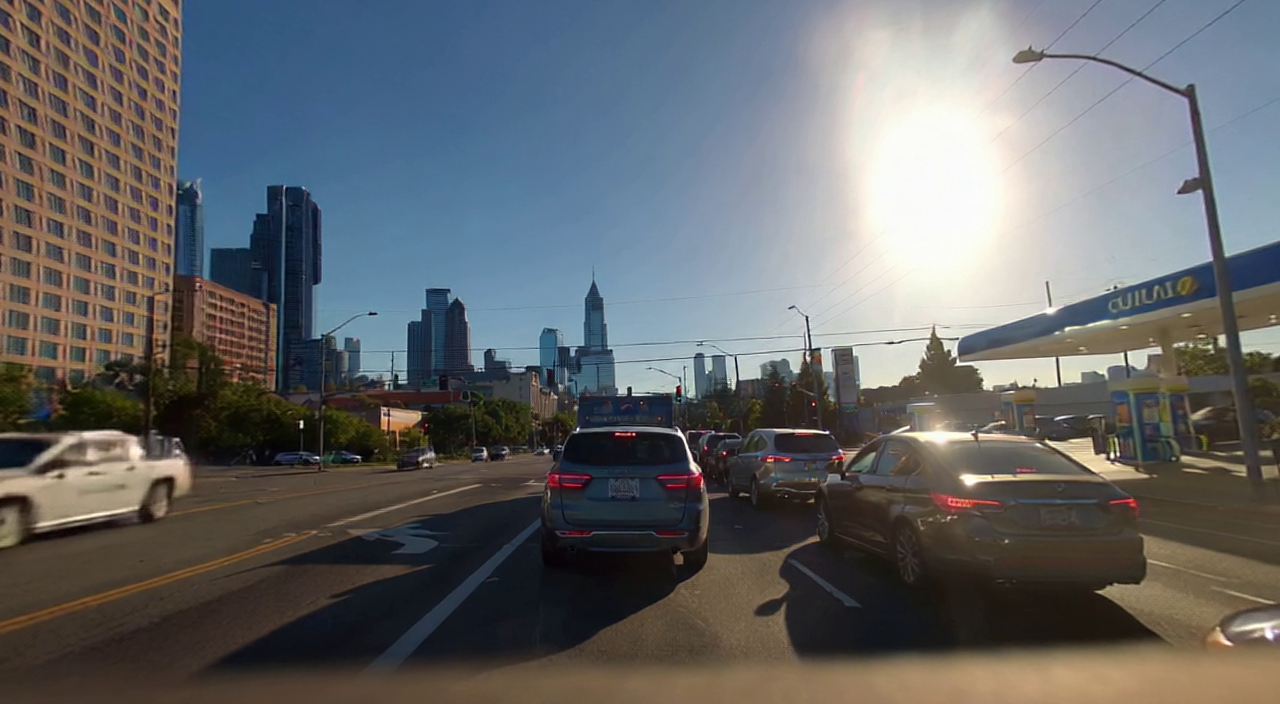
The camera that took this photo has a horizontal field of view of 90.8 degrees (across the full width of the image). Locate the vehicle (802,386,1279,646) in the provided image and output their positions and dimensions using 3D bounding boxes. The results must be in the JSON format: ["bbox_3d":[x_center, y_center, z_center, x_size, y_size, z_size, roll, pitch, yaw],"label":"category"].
[{"bbox_3d":[3.368,1.411,6.473,2.056,1.700,4.399,0,-9,-2],"label":"vehicle"}]

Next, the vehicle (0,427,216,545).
[{"bbox_3d":[-10.885,2.407,12.006,2.190,1.778,5.033,0,-9,-1],"label":"vehicle"}]

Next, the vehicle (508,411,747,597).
[{"bbox_3d":[-0.150,1.619,7.499,2.106,1.613,3.697,0,-9,-1],"label":"vehicle"}]

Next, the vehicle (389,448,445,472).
[{"bbox_3d":[-14.785,7.182,42.200,2.011,1.465,4.528,-1,-9,1],"label":"vehicle"}]

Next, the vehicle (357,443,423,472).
[{"bbox_3d":[-17.920,7.567,45.595,2.325,1.938,5.913,0,-9,0],"label":"vehicle"}]
